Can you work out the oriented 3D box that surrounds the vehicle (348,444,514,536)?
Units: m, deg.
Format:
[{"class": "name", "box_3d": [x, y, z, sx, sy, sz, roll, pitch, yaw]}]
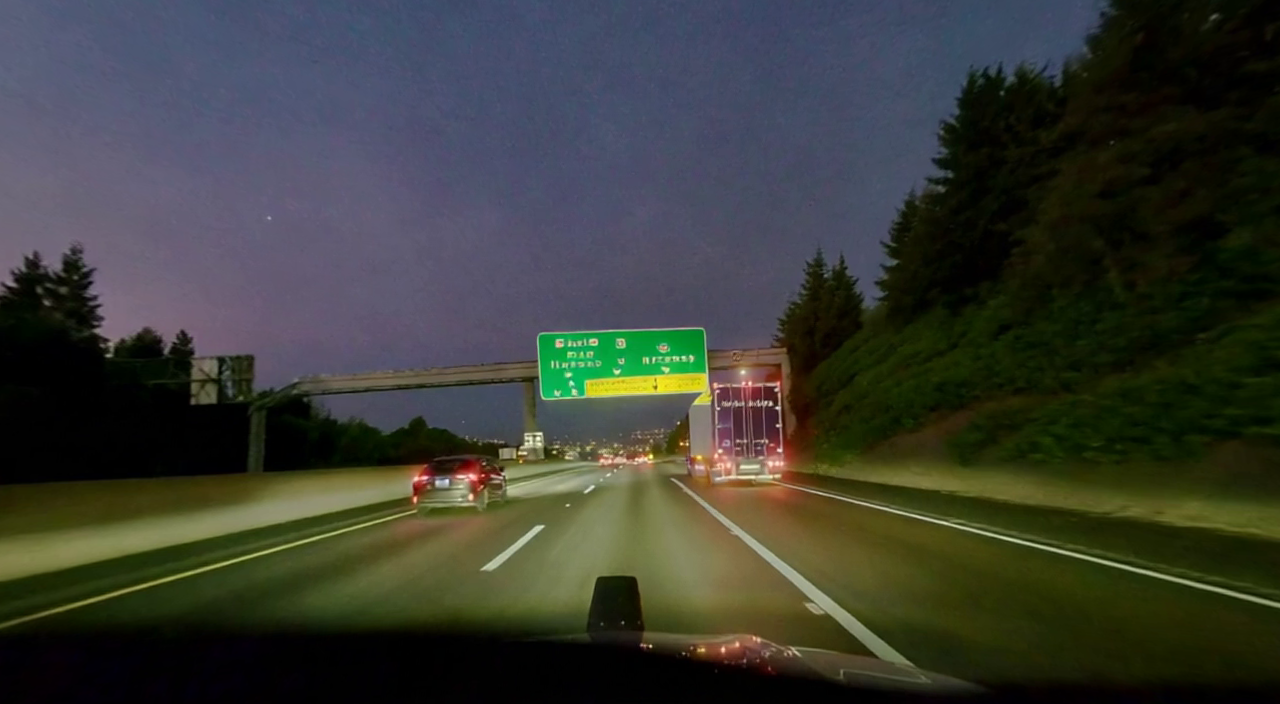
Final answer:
[{"class": "vehicle", "box_3d": [-3.917, 2.640, 12.634, 1.918, 1.510, 4.006, 0, -9, 1]}]

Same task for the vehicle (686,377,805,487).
[{"class": "vehicle", "box_3d": [4.357, 3.991, 30.043, 3.025, 4.005, 14.010, 0, -9, -1]}]
